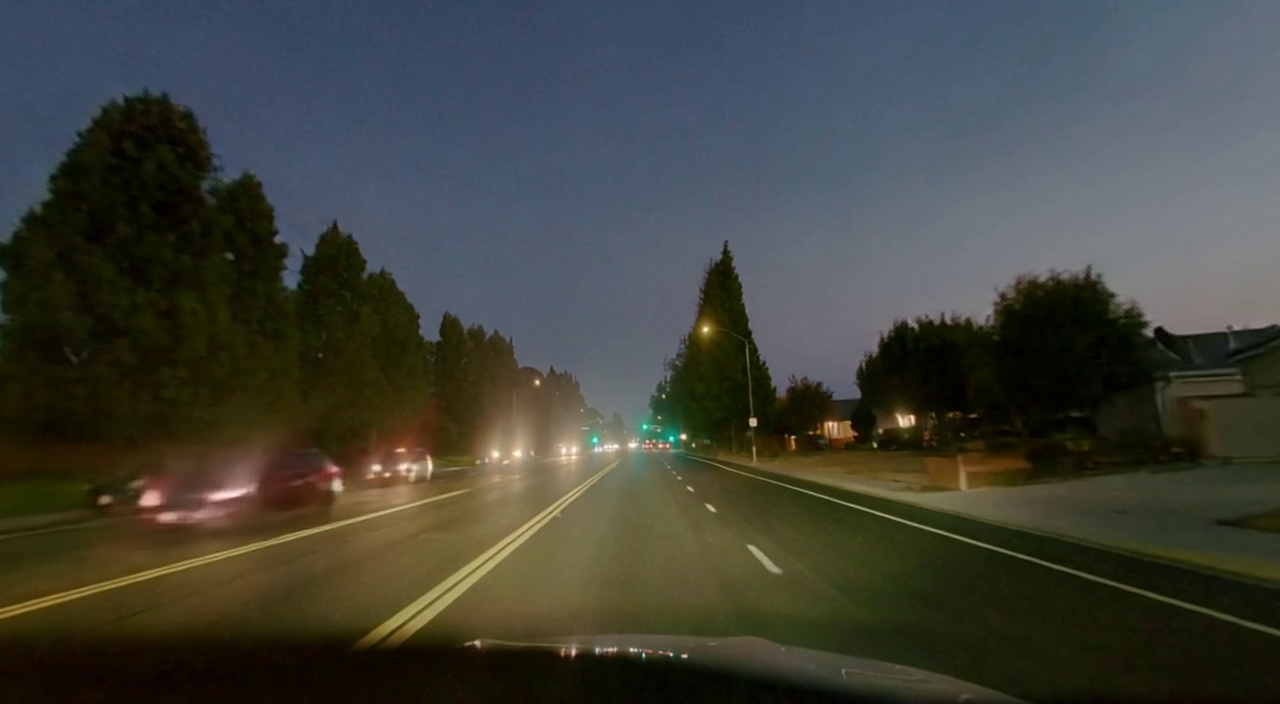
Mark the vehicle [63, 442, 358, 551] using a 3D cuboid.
[{"bbox_3d":[-6.921,2.328,10.910,1.975,1.481,4.318,0,-9,1],"label":"vehicle"}]

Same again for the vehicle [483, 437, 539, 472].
[{"bbox_3d":[-6.865,5.521,33.964,2.000,1.738,4.251,0,-9,2],"label":"vehicle"}]

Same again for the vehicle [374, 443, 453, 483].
[{"bbox_3d":[-10.341,5.070,29.097,2.006,1.672,4.314,0,-9,0],"label":"vehicle"}]
